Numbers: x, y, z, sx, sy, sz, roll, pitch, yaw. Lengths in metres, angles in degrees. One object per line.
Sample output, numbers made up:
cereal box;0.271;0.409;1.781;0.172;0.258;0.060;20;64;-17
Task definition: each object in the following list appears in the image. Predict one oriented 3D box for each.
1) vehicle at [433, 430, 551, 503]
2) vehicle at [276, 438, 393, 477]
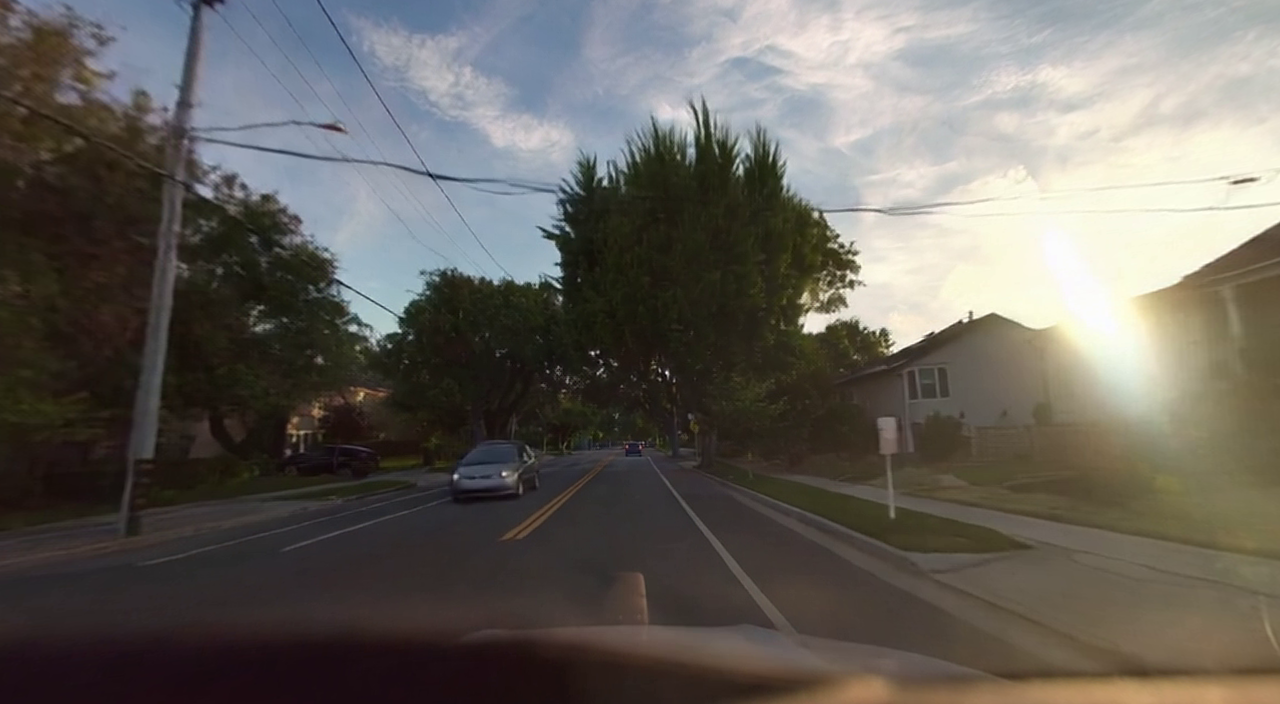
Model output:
vehicle;-3.954;3.159;17.870;2.145;1.762;4.960;0;-9;0
vehicle;-14.928;5.183;31.151;4.662;1.832;2.063;1;-9;-5
